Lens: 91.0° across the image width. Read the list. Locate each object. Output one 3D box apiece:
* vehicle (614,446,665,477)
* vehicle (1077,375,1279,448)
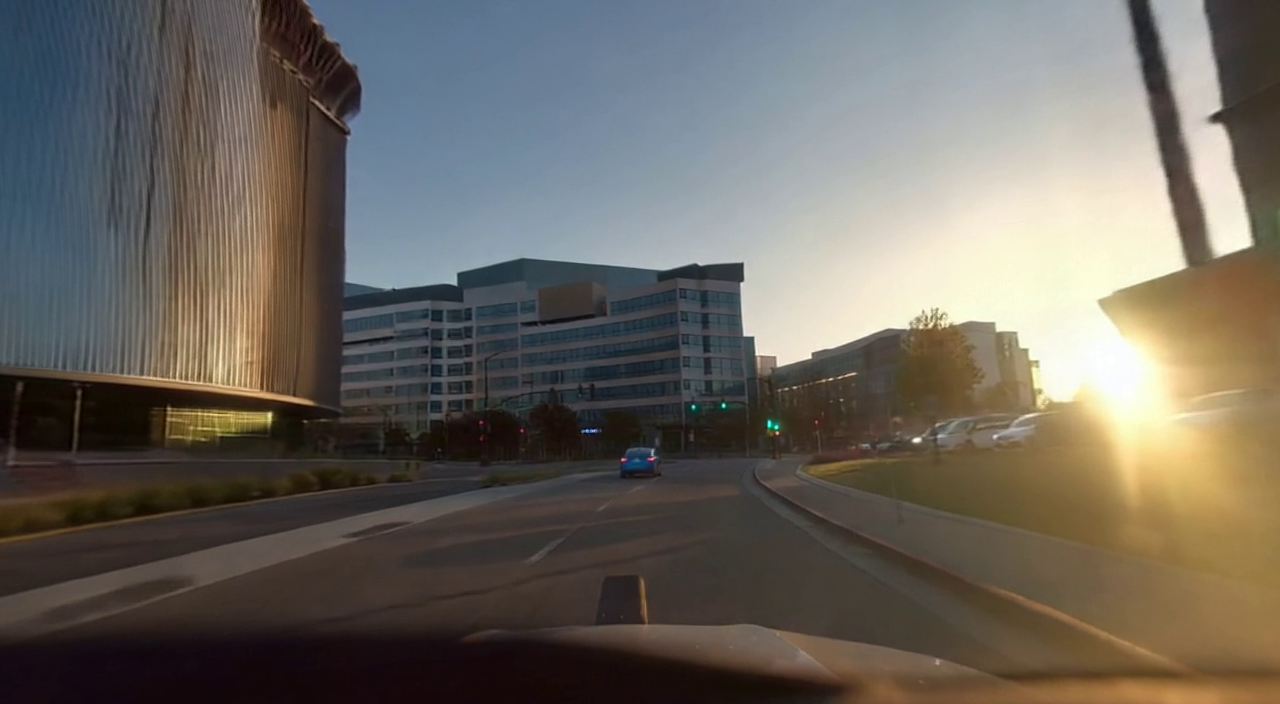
[{"bbox_3d":[0.038,5.717,33.057,1.971,1.486,4.380,-2,-9,9],"label":"vehicle"},{"bbox_3d":[13.946,1.546,15.765,4.372,1.665,1.988,-1,-9,5],"label":"vehicle"}]
